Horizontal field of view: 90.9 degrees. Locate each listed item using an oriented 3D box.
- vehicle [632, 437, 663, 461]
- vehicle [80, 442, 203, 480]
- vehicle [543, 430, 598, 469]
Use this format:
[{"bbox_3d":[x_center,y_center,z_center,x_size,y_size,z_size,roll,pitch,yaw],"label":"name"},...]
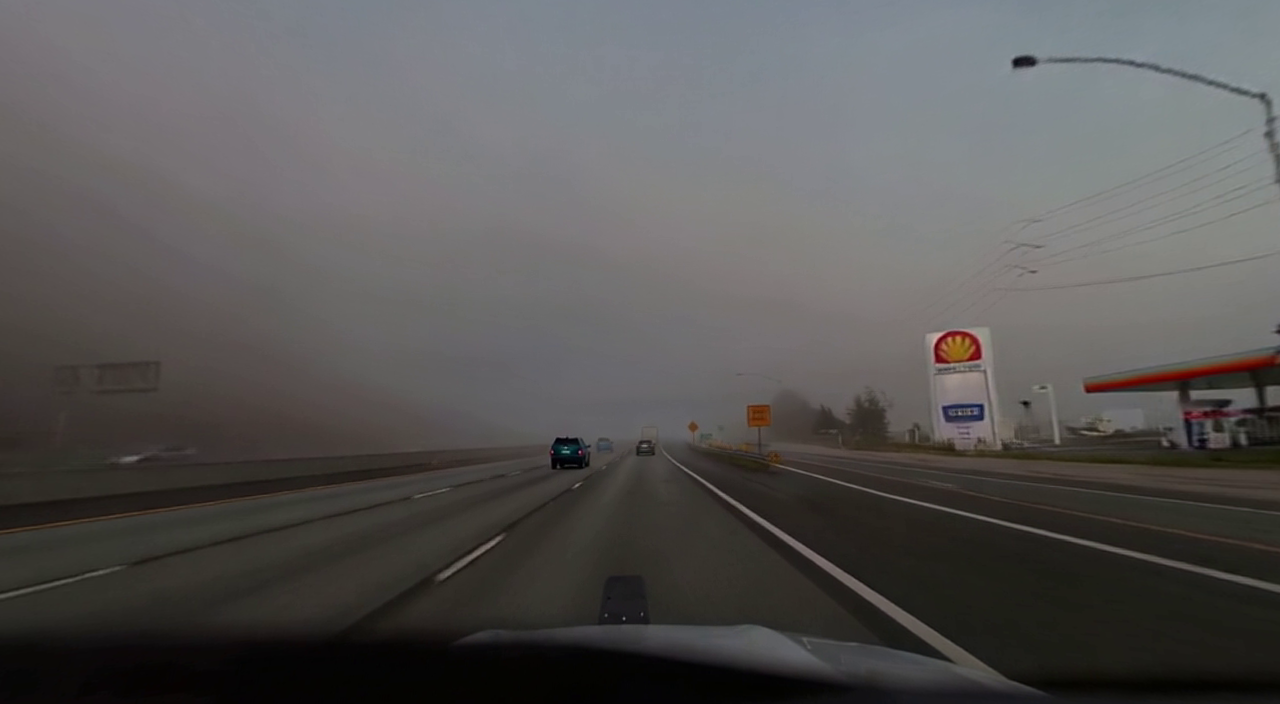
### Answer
[{"bbox_3d":[0.485,6.568,42.761,1.982,1.524,3.800,0,-8,-1],"label":"vehicle"},{"bbox_3d":[-23.779,5.199,30.378,1.979,1.641,4.898,0,-8,-1],"label":"vehicle"},{"bbox_3d":[-3.555,5.148,33.334,2.273,1.884,4.515,0,-8,2],"label":"vehicle"}]
